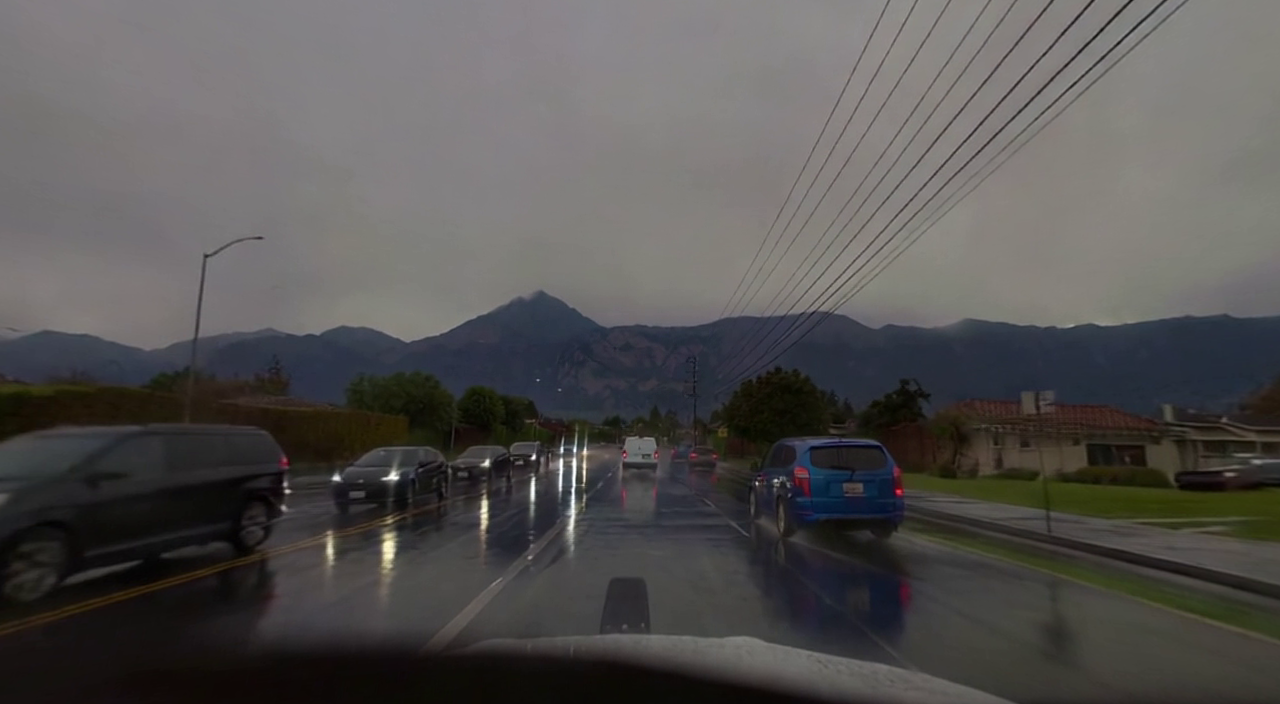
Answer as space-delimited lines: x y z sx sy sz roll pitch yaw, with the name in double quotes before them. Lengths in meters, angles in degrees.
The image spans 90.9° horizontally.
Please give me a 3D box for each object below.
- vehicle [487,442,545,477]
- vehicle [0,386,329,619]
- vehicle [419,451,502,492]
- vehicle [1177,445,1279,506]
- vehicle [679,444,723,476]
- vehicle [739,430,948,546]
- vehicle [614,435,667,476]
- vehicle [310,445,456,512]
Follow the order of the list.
"vehicle" -6.407 5.610 33.117 2.095 1.695 4.431 0 -8 0
"vehicle" -6.221 1.611 7.718 1.993 1.884 5.481 0 -8 0
"vehicle" -6.463 4.326 23.152 1.770 1.305 4.258 0 -8 1
"vehicle" 17.202 3.189 16.368 4.656 1.461 1.955 0 -9 1
"vehicle" 3.364 6.014 35.416 1.957 1.646 4.355 0 -8 -1
"vehicle" 3.320 2.313 11.533 2.155 1.658 4.721 0 -8 -1
"vehicle" 0.021 5.529 33.854 2.636 2.011 5.130 0 -8 0
"vehicle" -6.437 3.171 16.478 1.891 1.479 4.624 0 -8 0
